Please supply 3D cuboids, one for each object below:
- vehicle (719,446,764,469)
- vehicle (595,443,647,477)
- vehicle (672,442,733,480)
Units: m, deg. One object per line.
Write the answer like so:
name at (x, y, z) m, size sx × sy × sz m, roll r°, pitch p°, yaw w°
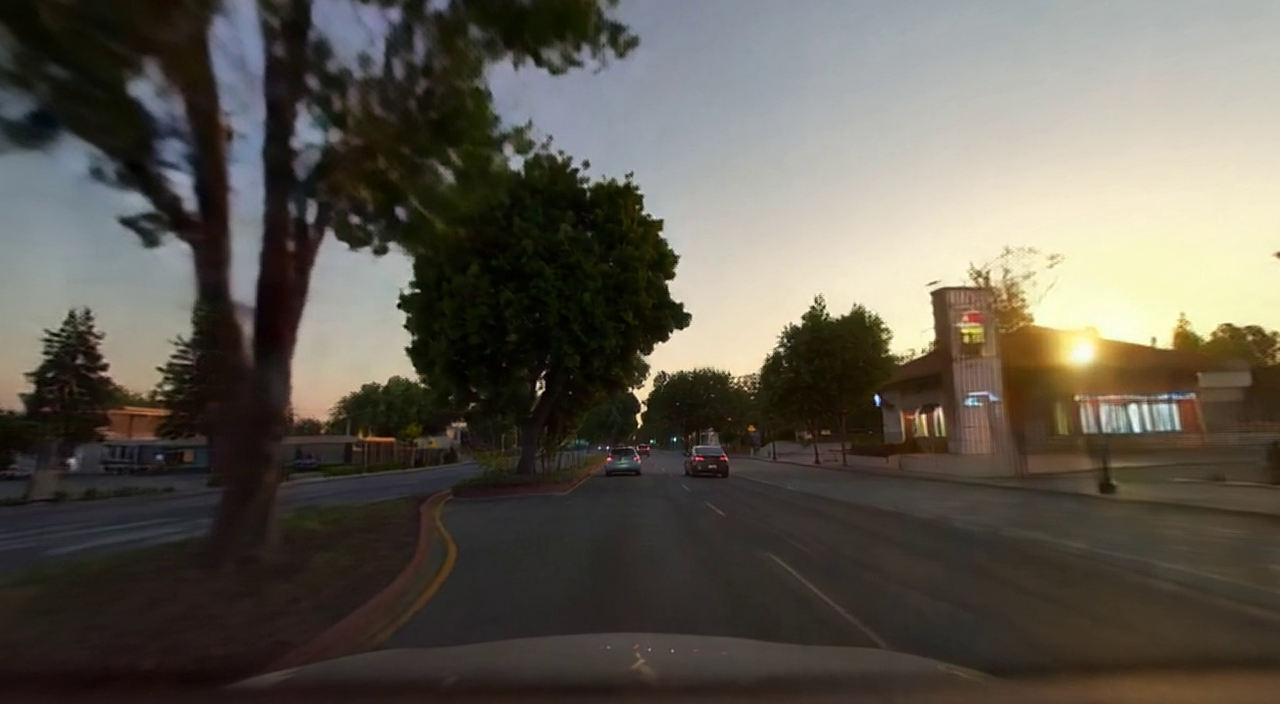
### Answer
vehicle at (6.337, 6.640, 39.997) m, size 2.068 × 1.393 × 3.874 m, roll 0°, pitch -9°, yaw -2°
vehicle at (-0.859, 5.003, 29.521) m, size 2.242 × 1.474 × 4.127 m, roll 0°, pitch -9°, yaw -1°
vehicle at (2.612, 4.718, 27.669) m, size 2.057 × 1.491 × 4.675 m, roll 0°, pitch -9°, yaw -2°
